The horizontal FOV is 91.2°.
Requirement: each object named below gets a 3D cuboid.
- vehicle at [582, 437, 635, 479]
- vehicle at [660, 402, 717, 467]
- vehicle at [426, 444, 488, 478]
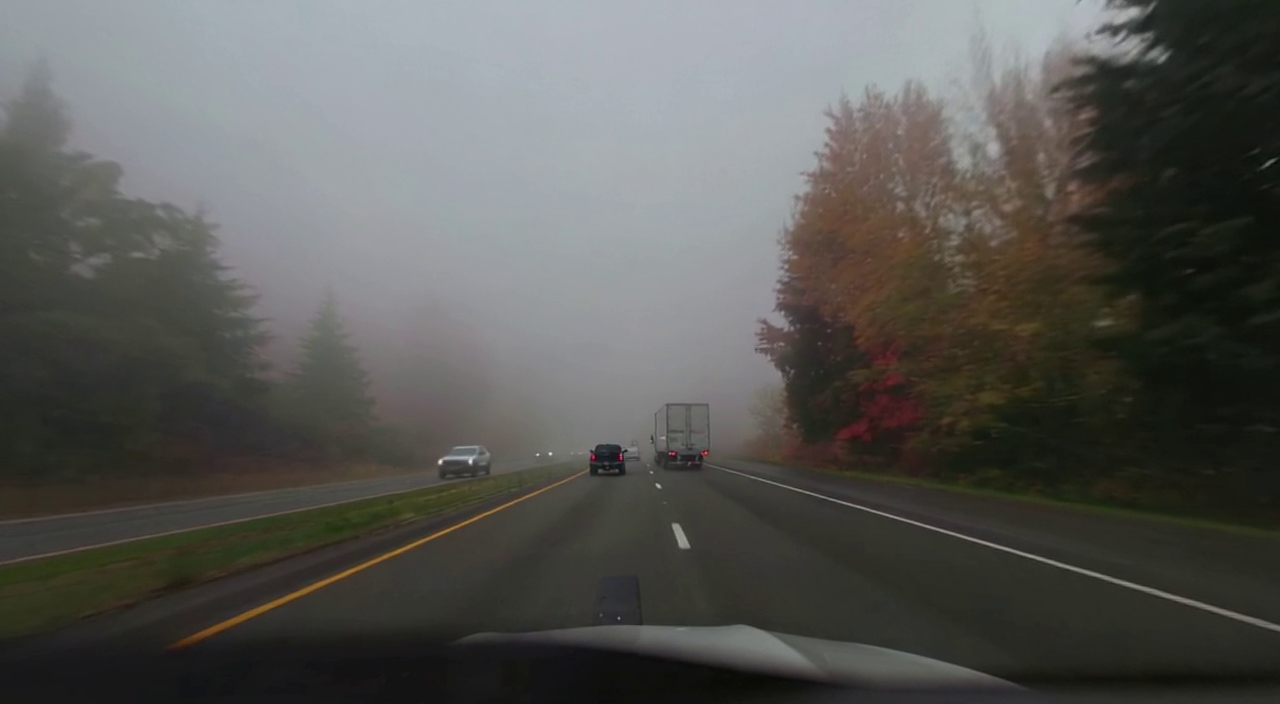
[{"bbox_3d":[-1.341,4.734,28.224,2.151,1.693,4.201,-1,-9,1],"label":"vehicle"},{"bbox_3d":[3.252,6.259,46.574,3.068,4.042,13.787,0,-9,0],"label":"vehicle"},{"bbox_3d":[-9.494,5.695,32.868,1.977,1.633,4.138,-1,-9,0],"label":"vehicle"}]
